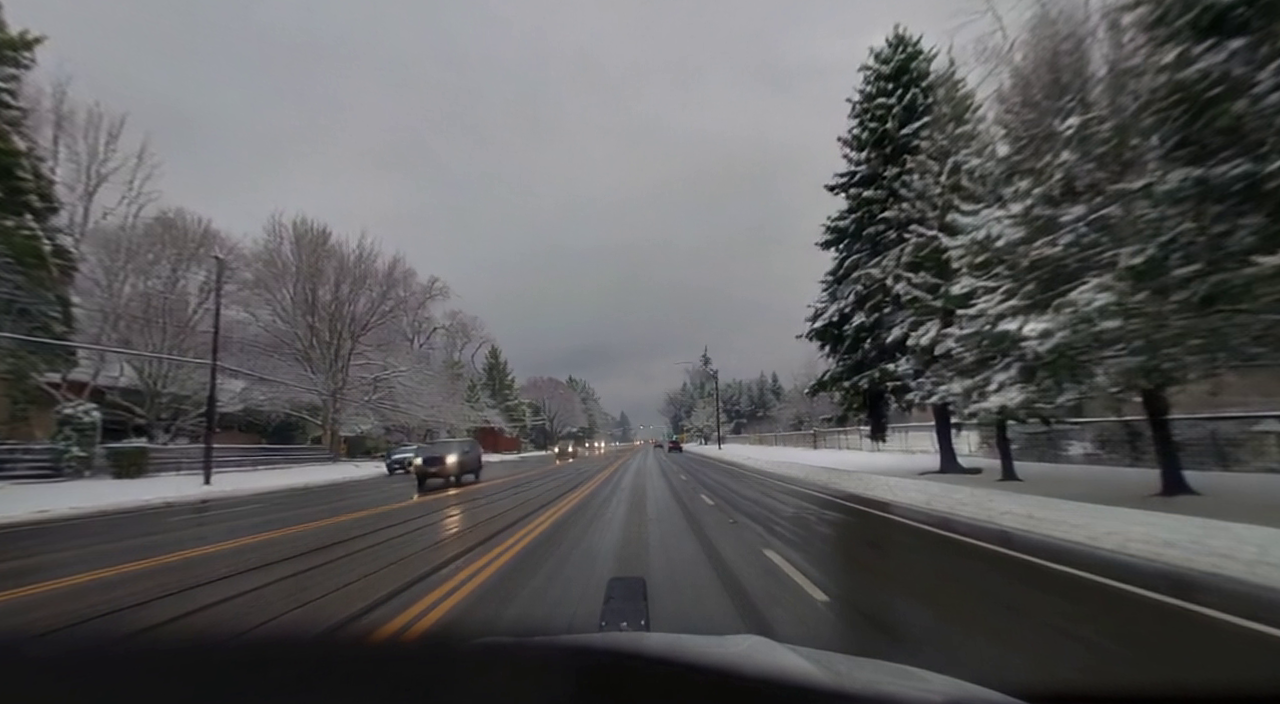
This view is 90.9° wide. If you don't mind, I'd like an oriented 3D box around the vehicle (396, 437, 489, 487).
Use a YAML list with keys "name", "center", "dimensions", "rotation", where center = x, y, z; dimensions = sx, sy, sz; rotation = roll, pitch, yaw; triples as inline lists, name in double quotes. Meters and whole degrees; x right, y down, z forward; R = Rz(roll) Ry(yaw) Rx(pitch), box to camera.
- name: "vehicle"
  center: [-7.047, 3.971, 23.043]
  dimensions: [1.943, 1.623, 4.190]
  rotation: [0, -8, 1]
